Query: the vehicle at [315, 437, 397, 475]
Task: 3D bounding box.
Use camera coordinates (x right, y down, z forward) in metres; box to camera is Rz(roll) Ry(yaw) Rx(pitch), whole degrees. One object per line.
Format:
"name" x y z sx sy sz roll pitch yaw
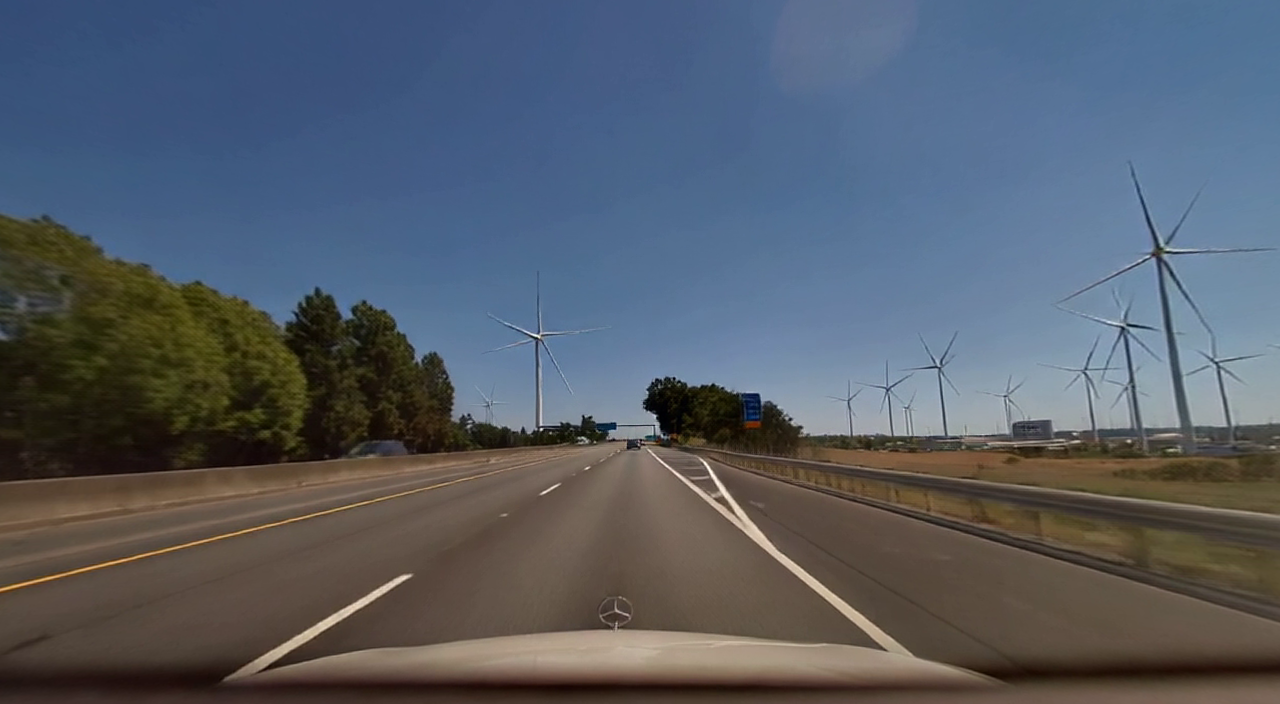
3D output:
"vehicle" -13.360 4.910 29.903 1.953 1.654 4.122 0 -8 0
